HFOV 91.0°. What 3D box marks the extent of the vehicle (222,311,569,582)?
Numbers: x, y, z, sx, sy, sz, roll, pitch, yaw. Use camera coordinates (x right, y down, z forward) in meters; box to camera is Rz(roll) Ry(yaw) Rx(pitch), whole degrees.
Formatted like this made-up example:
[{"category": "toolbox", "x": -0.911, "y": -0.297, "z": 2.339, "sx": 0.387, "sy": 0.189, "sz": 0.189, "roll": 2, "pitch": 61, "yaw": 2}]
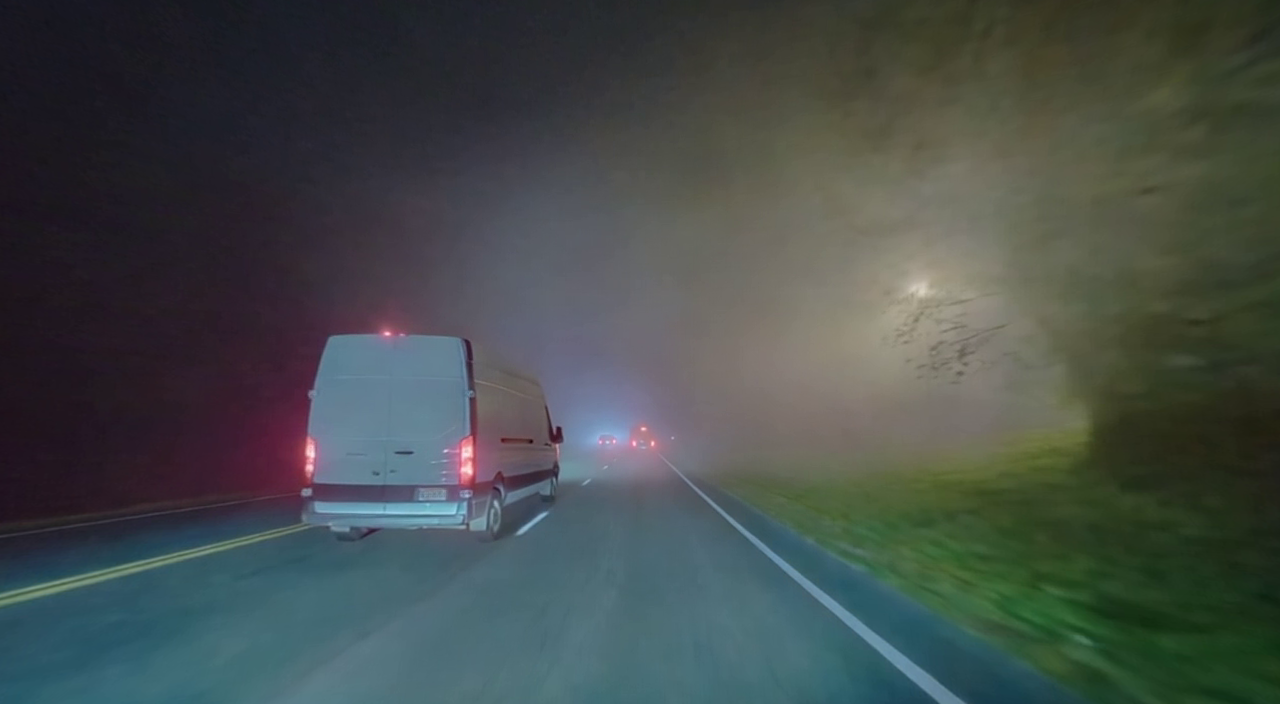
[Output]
[{"category": "vehicle", "x": -2.694, "y": 1.314, "z": 9.159, "sx": 2.497, "sy": 2.628, "sz": 6.016, "roll": 0, "pitch": -8, "yaw": 1}]
